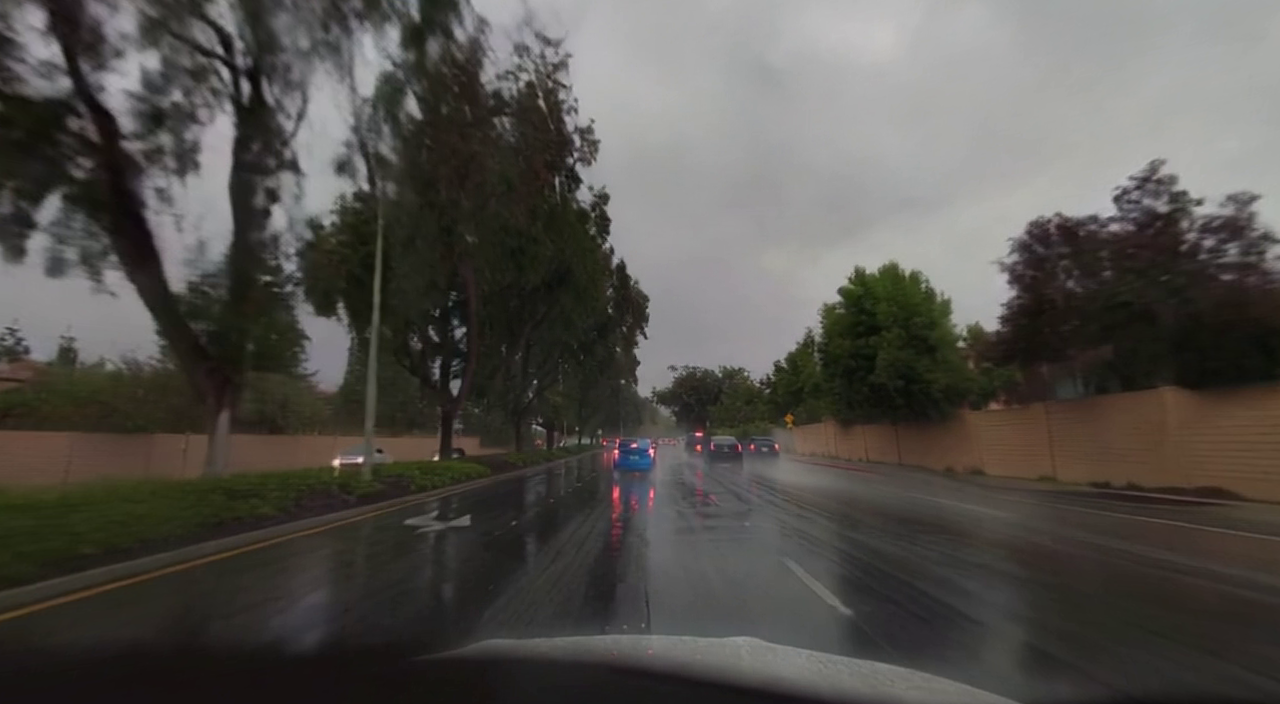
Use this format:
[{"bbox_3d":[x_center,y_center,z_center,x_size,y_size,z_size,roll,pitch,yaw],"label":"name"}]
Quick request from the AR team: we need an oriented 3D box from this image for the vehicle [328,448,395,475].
[{"bbox_3d":[-16.933,6.642,38.550,1.923,1.469,4.537,0,-8,1],"label":"vehicle"}]

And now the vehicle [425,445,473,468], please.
[{"bbox_3d":[-13.271,7.247,44.011,1.834,1.459,4.406,0,-8,2],"label":"vehicle"}]

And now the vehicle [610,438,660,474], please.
[{"bbox_3d":[-0.177,4.643,28.394,2.102,1.481,3.907,0,-8,1],"label":"vehicle"}]

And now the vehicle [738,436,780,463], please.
[{"bbox_3d":[7.906,6.522,42.124,1.972,1.700,4.269,0,-8,0],"label":"vehicle"}]

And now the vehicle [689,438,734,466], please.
[{"bbox_3d":[4.118,5.832,37.013,2.067,1.514,4.188,0,-8,-1],"label":"vehicle"}]
